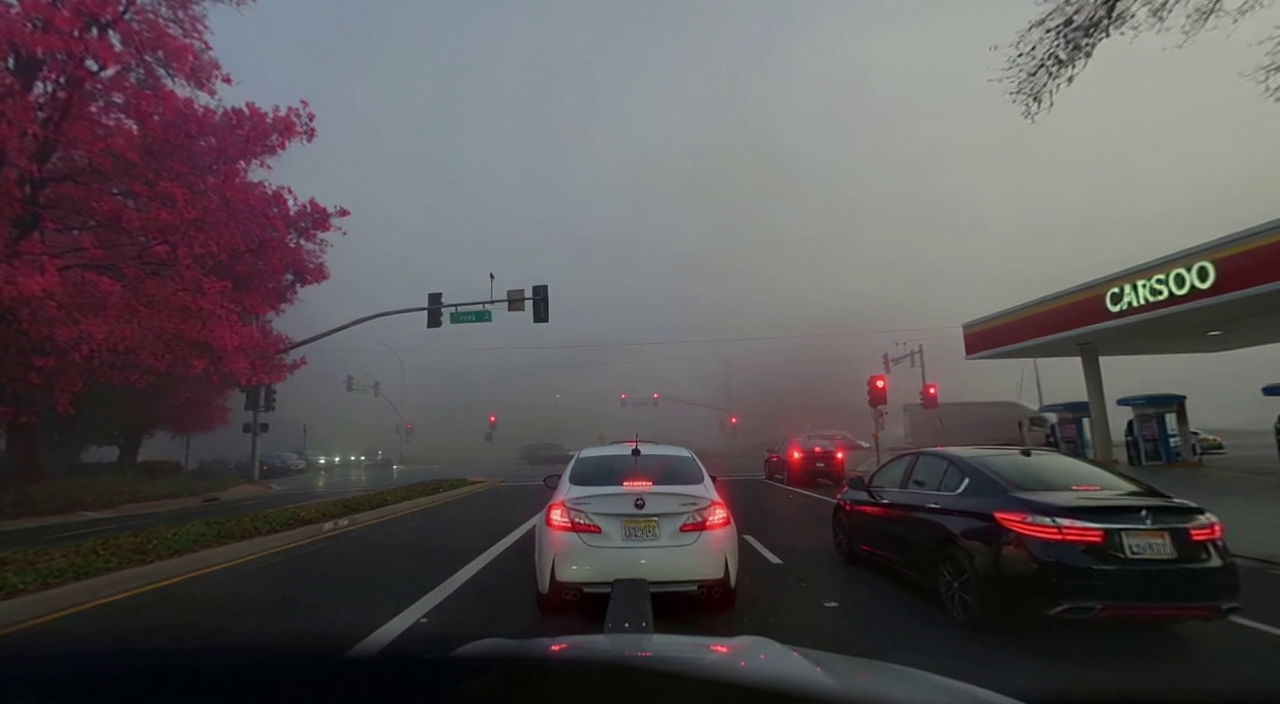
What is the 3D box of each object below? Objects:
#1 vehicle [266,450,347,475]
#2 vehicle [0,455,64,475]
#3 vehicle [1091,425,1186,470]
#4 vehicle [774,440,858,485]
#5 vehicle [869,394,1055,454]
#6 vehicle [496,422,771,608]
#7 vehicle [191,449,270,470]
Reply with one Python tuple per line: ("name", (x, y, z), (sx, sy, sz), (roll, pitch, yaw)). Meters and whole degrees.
("vehicle", (-20.931, 6.880, 39.500), (4.609, 1.465, 1.944), (-4, -9, 23))
("vehicle", (-45.880, 8.361, 46.870), (4.511, 1.407, 1.764), (-1, -8, 4))
("vehicle", (18.564, 3.525, 23.382), (4.300, 1.495, 2.053), (8, -12, -43))
("vehicle", (6.513, 4.129, 23.885), (1.942, 1.511, 4.390), (0, -8, 1))
("vehicle", (22.064, 5.120, 43.990), (10.890, 3.868, 3.021), (-2, -9, 13))
("vehicle", (-0.069, 1.614, 7.179), (2.213, 1.482, 4.057), (0, -8, -1))
("vehicle", (-29.469, 7.749, 45.398), (4.466, 1.438, 1.837), (-1, -8, 5))
